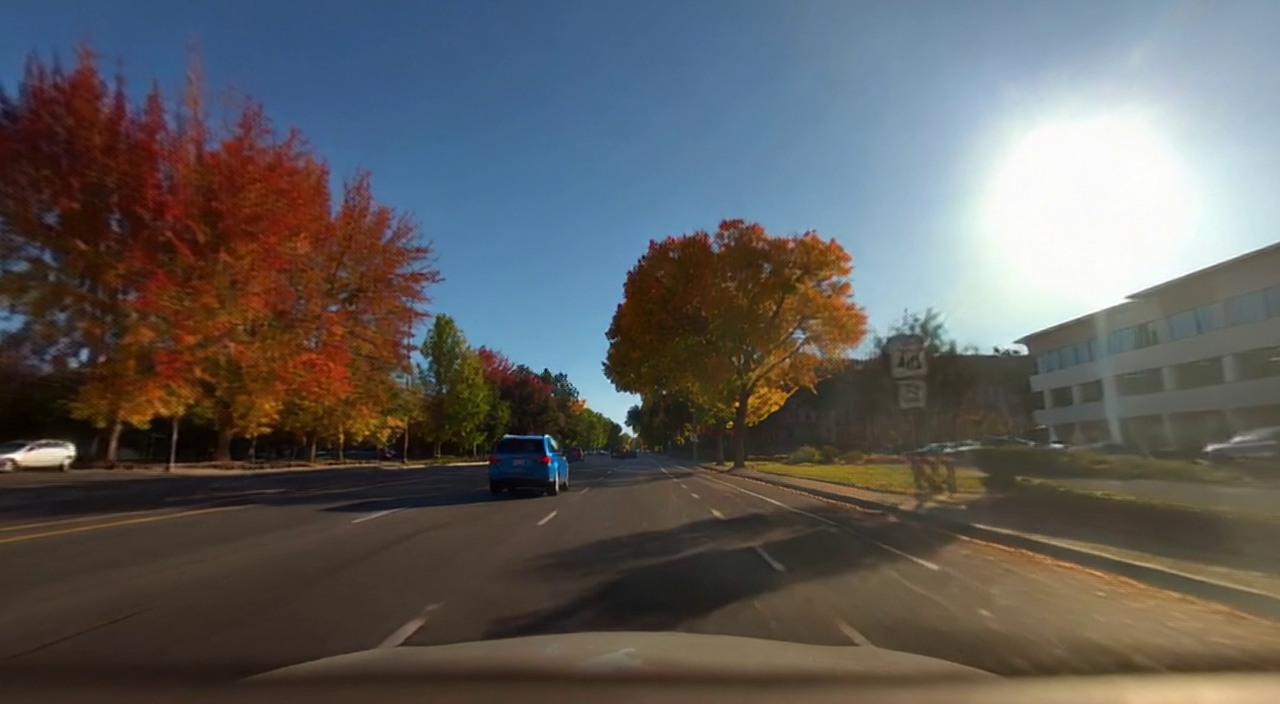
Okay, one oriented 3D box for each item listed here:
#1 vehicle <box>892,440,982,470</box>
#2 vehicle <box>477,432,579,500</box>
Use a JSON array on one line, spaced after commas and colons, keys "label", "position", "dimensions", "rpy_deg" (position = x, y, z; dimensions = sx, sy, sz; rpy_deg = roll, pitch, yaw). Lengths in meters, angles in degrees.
[{"label": "vehicle", "position": [18.102, 6.305, 38.540], "dimensions": [4.475, 1.668, 1.983], "rpy_deg": [-1, -8, -3]}, {"label": "vehicle", "position": [-3.201, 3.379, 19.090], "dimensions": [2.112, 1.779, 4.489], "rpy_deg": [0, -9, 2]}]
